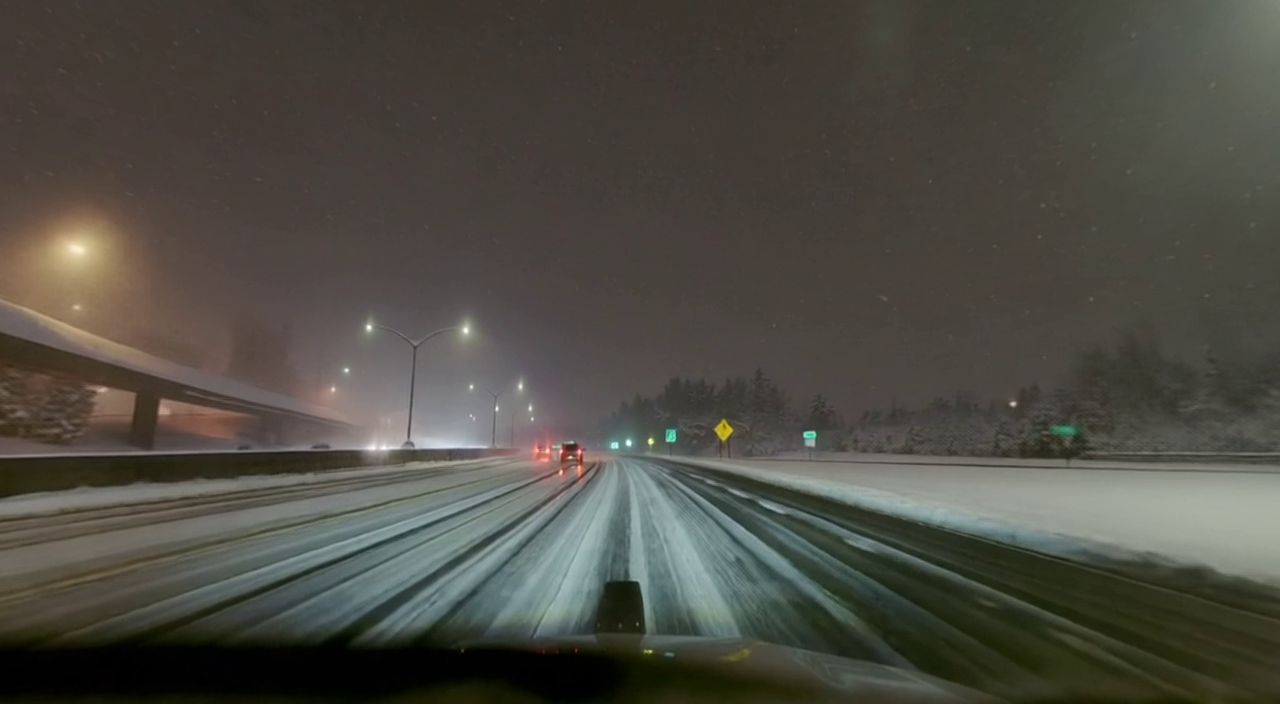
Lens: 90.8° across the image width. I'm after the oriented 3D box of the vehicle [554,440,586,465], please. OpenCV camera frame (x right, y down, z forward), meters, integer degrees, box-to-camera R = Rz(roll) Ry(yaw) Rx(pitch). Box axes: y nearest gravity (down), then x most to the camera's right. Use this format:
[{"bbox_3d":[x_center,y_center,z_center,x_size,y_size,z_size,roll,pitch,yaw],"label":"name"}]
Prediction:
[{"bbox_3d":[-4.789,6.920,43.734,1.971,1.643,4.009,0,-8,-2],"label":"vehicle"}]
